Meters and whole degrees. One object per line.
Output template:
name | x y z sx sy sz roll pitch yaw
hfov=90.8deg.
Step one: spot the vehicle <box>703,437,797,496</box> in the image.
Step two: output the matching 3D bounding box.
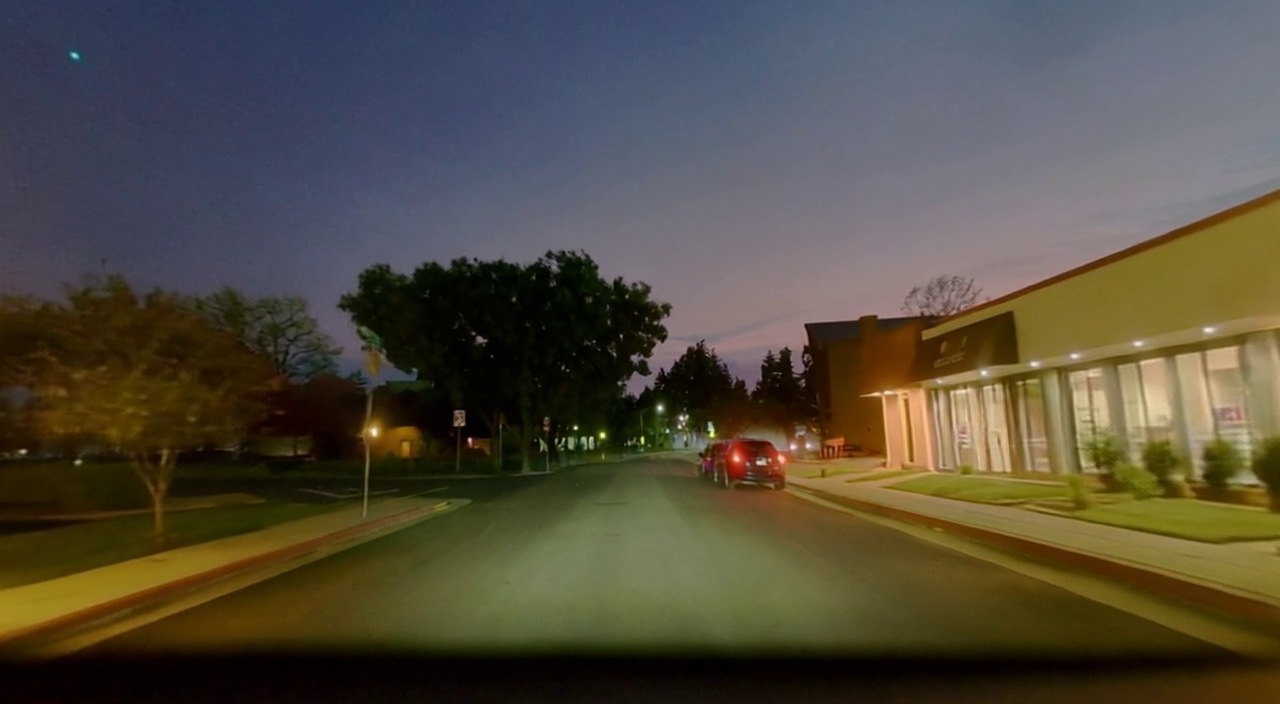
vehicle | 3.137 3.368 19.045 2.064 1.532 4.596 0 -8 0
